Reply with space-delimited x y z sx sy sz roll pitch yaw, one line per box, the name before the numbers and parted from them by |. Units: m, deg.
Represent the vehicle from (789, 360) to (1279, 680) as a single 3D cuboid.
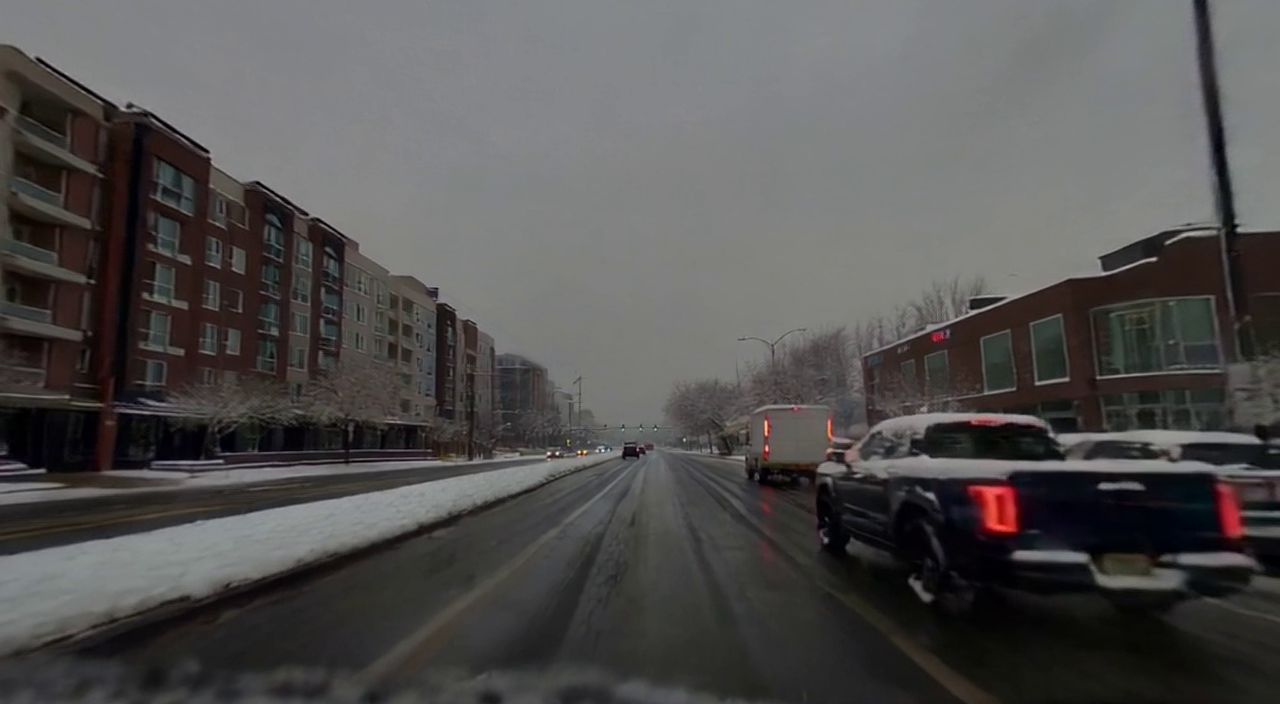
vehicle | 3.092 1.318 6.182 2.130 1.787 5.126 0 -9 2
